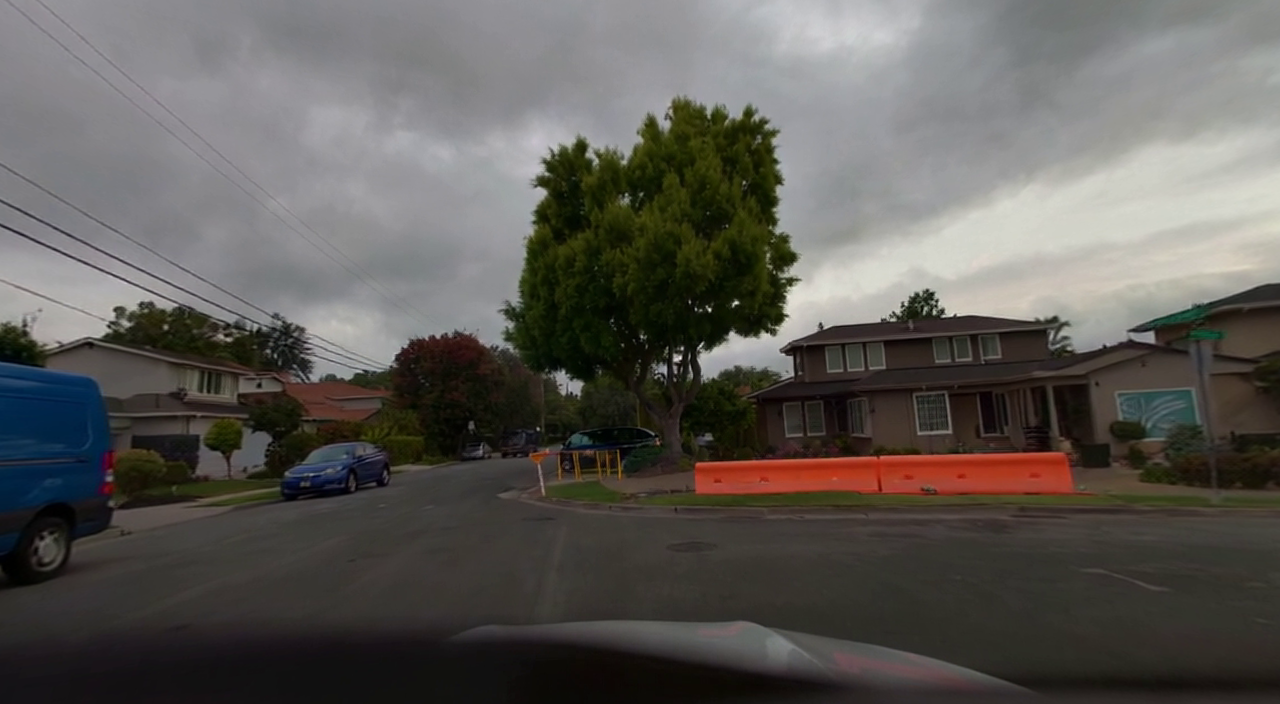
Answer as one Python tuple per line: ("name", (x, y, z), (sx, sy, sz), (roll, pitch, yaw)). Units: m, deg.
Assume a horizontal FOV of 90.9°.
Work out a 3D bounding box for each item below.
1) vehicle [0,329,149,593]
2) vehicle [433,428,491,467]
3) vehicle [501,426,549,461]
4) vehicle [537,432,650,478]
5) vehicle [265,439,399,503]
("vehicle", (-7.100, 0.908, 4.444), (2.284, 2.500, 7.006), (-2, -6, -6))
("vehicle", (-9.603, 5.186, 34.433), (2.042, 1.937, 4.960), (0, -8, -4))
("vehicle", (-6.828, 5.501, 37.961), (2.219, 1.984, 4.712), (0, -8, -3))
("vehicle", (-1.508, 3.513, 21.899), (1.827, 1.436, 4.070), (-5, -9, 32))
("vehicle", (-8.295, 3.185, 17.443), (1.899, 1.524, 4.082), (0, -8, -5))
